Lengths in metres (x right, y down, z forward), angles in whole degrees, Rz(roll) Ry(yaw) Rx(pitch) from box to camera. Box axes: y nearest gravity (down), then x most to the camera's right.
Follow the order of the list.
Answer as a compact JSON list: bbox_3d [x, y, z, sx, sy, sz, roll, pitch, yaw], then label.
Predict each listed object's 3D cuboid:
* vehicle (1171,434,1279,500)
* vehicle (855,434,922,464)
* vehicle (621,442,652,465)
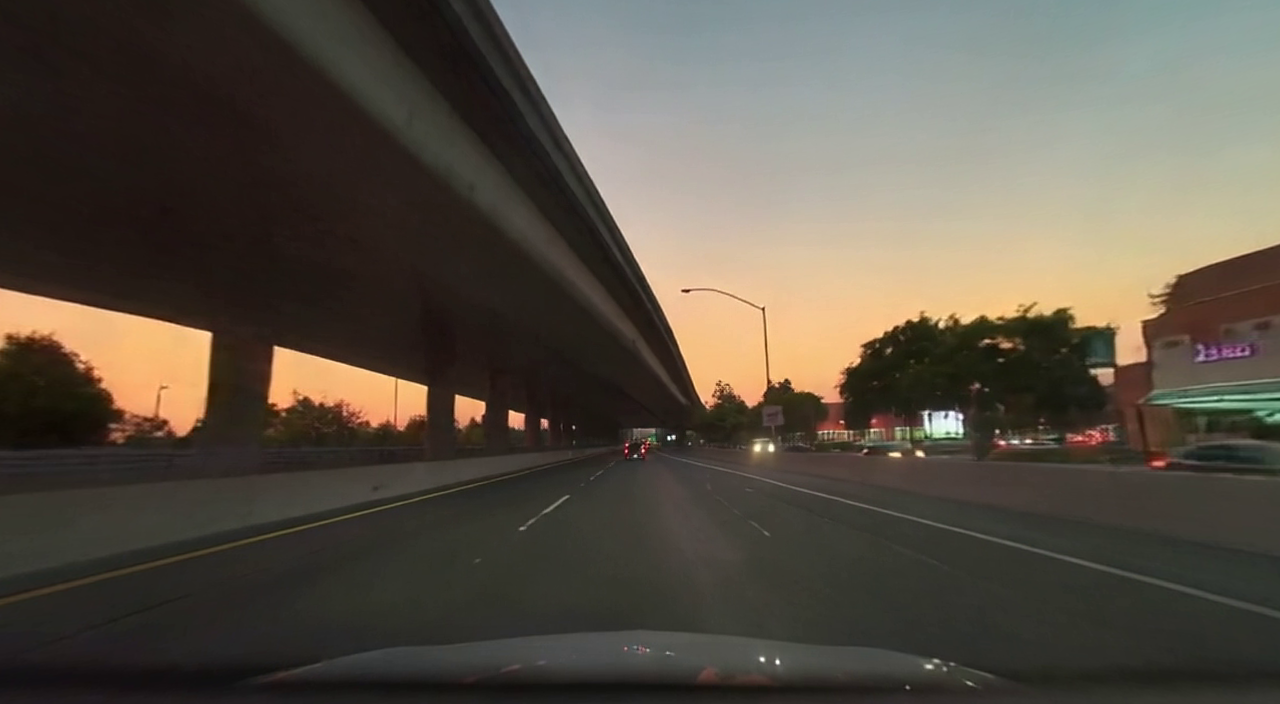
[{"bbox_3d":[15.760,2.764,15.186,1.987,1.517,4.405,0,-9,-1],"label":"vehicle"},{"bbox_3d":[18.074,7.119,46.227,2.288,1.963,5.983,1,-9,-2],"label":"vehicle"},{"bbox_3d":[-0.257,7.373,45.859,2.110,1.555,4.431,0,-9,-1],"label":"vehicle"}]
